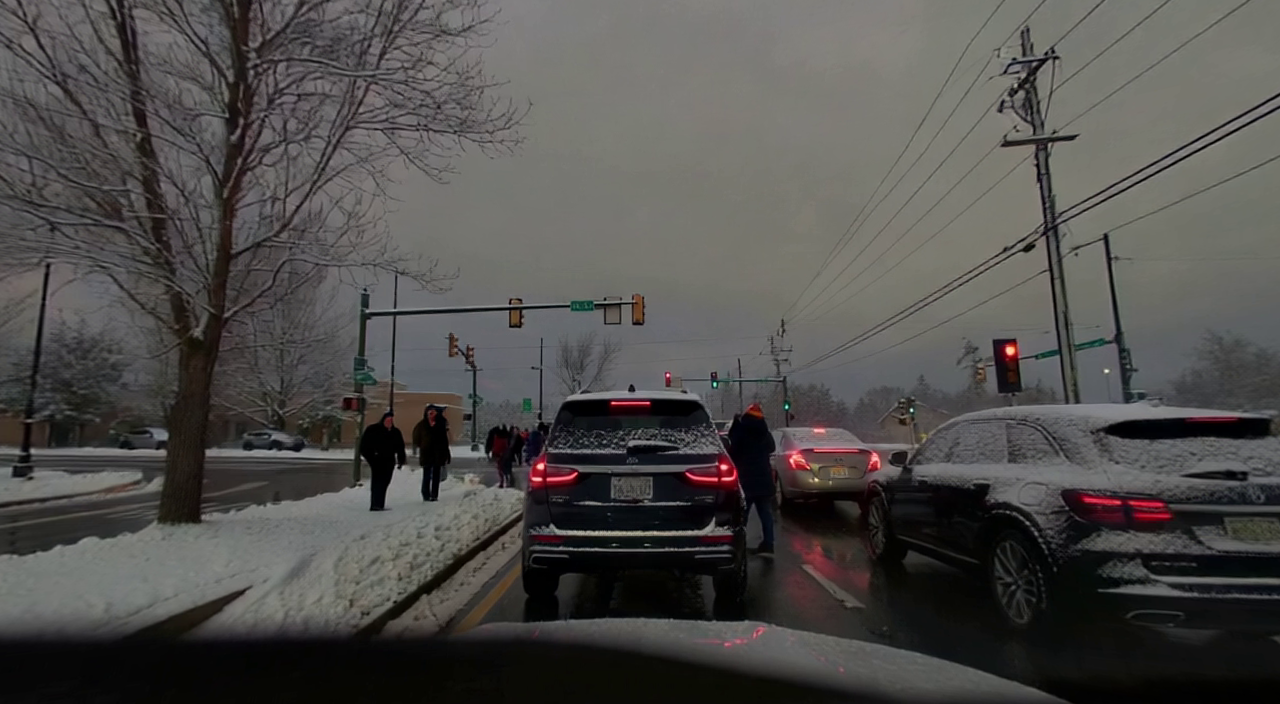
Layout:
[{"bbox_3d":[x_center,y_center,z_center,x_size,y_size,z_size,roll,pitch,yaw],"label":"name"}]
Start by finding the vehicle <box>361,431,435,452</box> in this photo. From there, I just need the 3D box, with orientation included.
[{"bbox_3d":[-17.750,6.557,46.350,4.607,1.478,1.995,0,-8,0],"label":"vehicle"}]

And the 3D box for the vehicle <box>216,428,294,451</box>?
[{"bbox_3d":[-28.767,6.540,47.182,4.587,1.639,1.878,0,-8,0],"label":"vehicle"}]

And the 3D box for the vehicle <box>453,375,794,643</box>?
[{"bbox_3d":[-0.152,1.373,6.530,2.271,1.786,4.443,0,-8,-1],"label":"vehicle"}]

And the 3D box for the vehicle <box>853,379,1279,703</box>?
[{"bbox_3d":[3.543,1.294,5.438,1.948,1.677,4.437,0,-8,1],"label":"vehicle"}]
